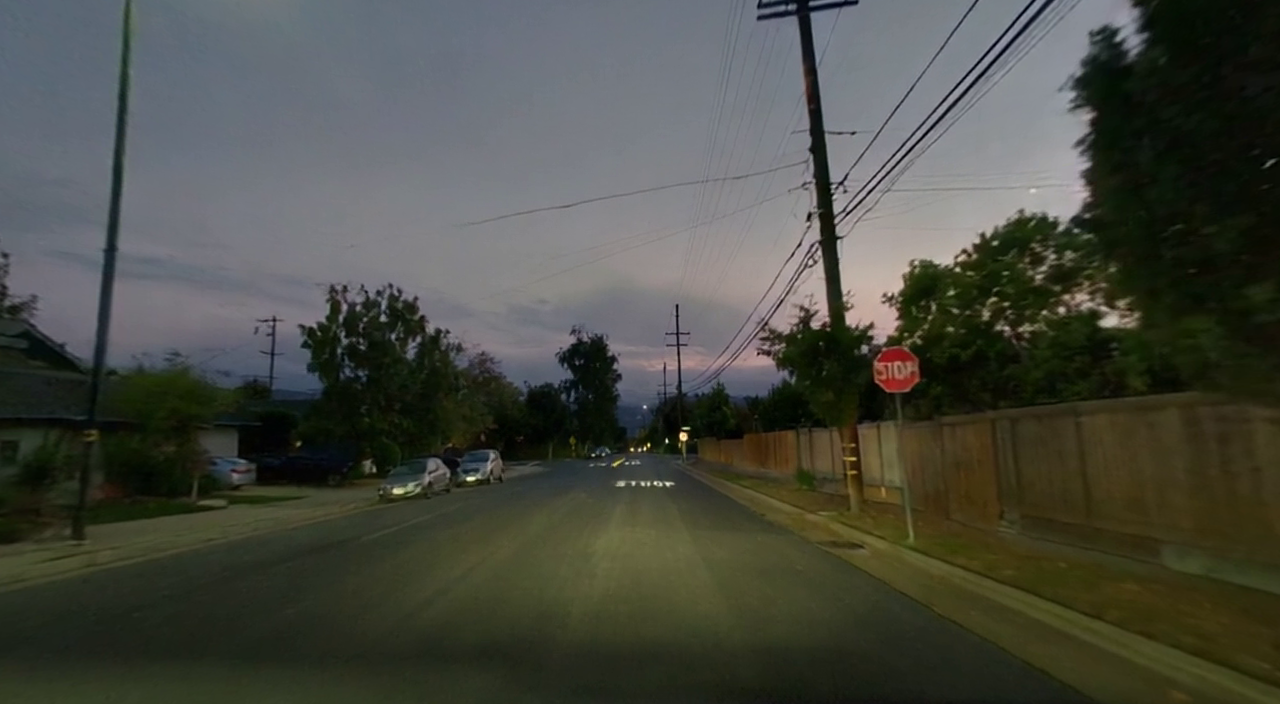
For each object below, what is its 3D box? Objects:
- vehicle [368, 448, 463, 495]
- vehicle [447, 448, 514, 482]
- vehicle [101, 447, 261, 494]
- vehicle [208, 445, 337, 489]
[{"bbox_3d":[-8.548,4.556,24.491,1.950,1.627,4.027,-1,-8,4],"label":"vehicle"},{"bbox_3d":[-8.465,5.980,33.851,2.047,1.679,3.948,-1,-9,8],"label":"vehicle"},{"bbox_3d":[-17.967,4.625,25.021,4.539,1.737,2.098,2,-9,-14],"label":"vehicle"},{"bbox_3d":[-16.223,5.071,28.109,4.364,1.802,2.122,1,-9,-7],"label":"vehicle"}]
